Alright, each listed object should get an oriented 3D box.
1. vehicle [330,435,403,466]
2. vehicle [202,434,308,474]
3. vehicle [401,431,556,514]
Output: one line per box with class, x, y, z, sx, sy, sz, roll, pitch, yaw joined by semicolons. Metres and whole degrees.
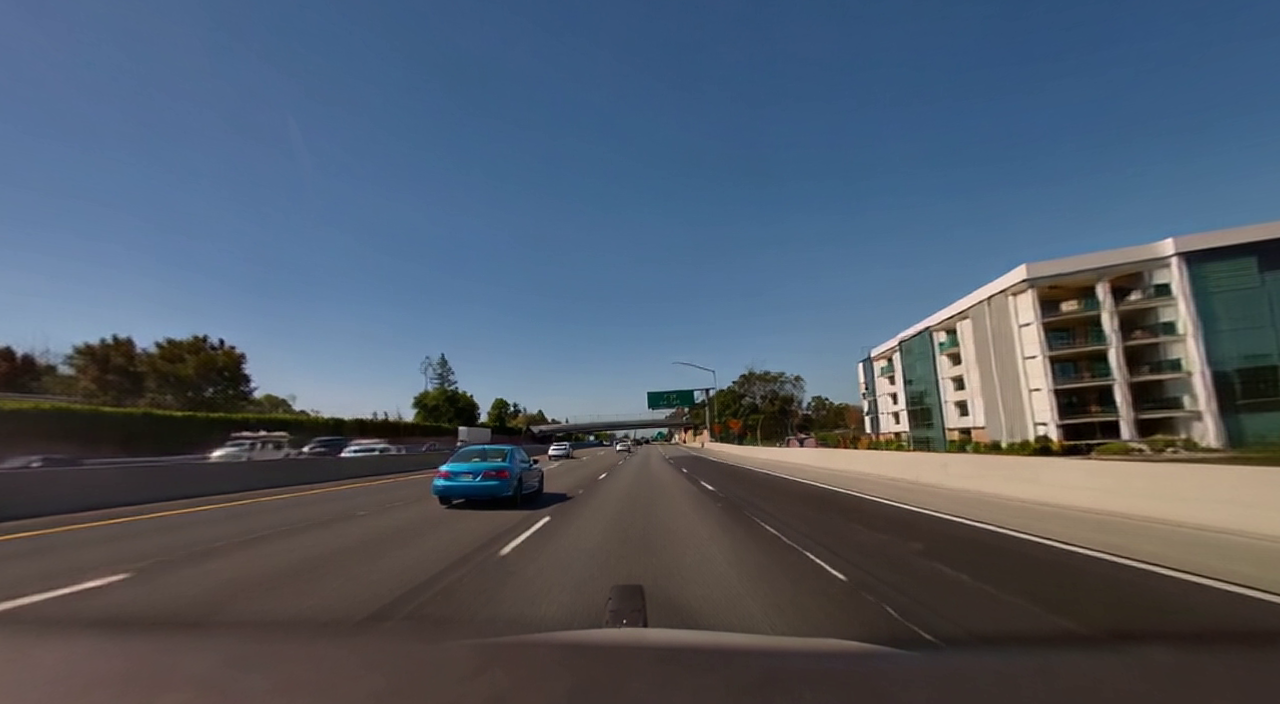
vehicle;-16.632;6.020;38.690;2.020;1.706;5.332;0;-8;1
vehicle;-20.993;5.578;34.730;2.160;2.020;5.622;0;-8;1
vehicle;-3.419;2.671;14.565;2.144;1.565;4.951;0;-8;2
